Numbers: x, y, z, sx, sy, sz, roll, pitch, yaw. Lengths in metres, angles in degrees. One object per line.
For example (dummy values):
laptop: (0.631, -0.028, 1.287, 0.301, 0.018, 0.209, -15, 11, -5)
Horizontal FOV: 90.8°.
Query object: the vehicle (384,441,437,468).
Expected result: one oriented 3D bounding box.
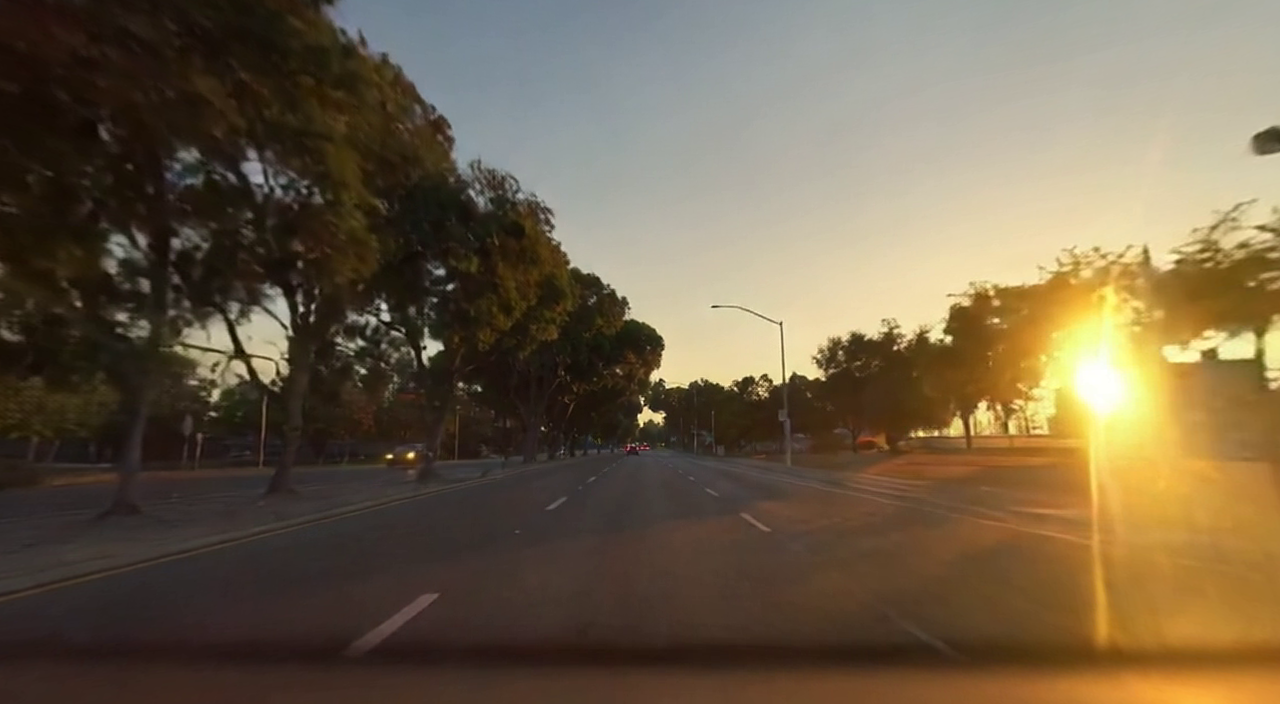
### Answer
vehicle: (-16.446, 7.342, 45.477, 2.025, 1.802, 4.468, 0, -8, 1)
